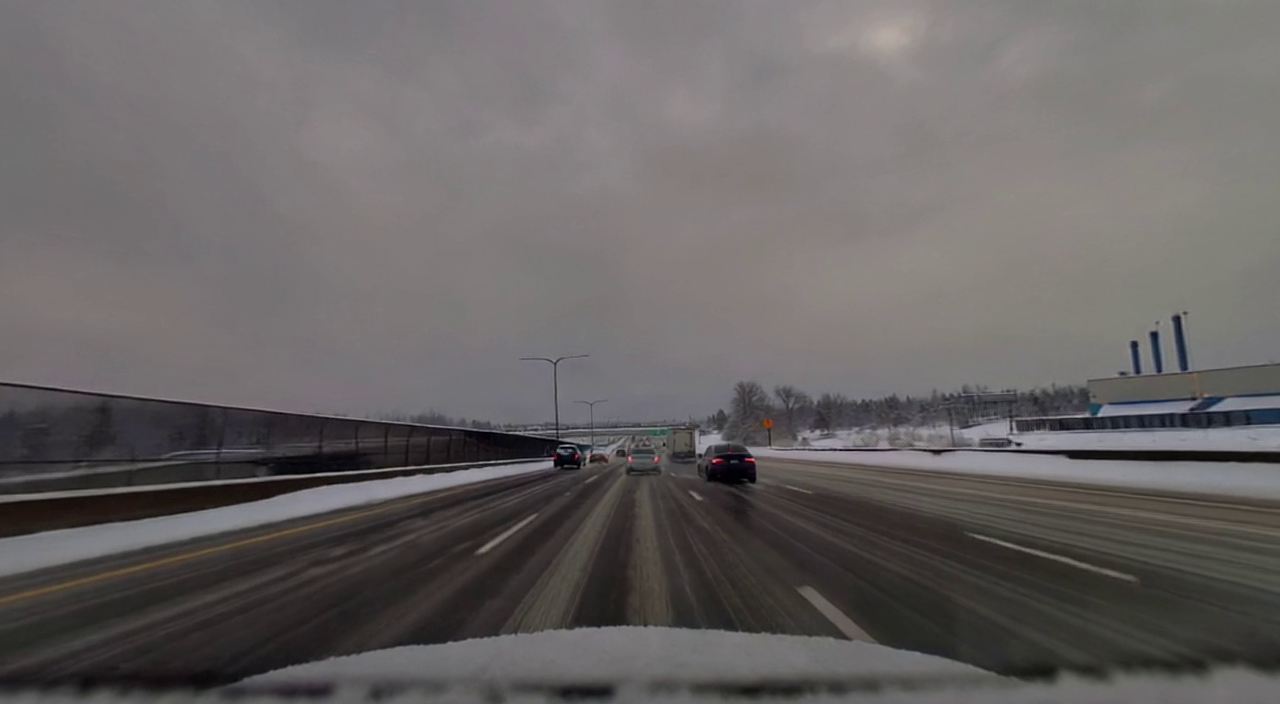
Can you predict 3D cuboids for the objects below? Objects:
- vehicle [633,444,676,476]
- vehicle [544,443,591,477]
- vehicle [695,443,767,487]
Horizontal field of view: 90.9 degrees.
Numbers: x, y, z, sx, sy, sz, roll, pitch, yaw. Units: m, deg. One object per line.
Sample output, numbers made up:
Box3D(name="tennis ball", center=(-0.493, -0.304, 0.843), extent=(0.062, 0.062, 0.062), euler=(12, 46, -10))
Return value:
Box3D(name="vehicle", center=(0.735, 5.647, 33.323), extent=(2.067, 1.555, 4.851), euler=(0, -8, 1))
Box3D(name="vehicle", center=(-3.874, 5.815, 34.192), extent=(2.036, 1.669, 4.112), euler=(0, -8, 0))
Box3D(name="vehicle", center=(3.281, 4.150, 23.607), extent=(1.942, 1.453, 4.329), euler=(0, -8, -1))
